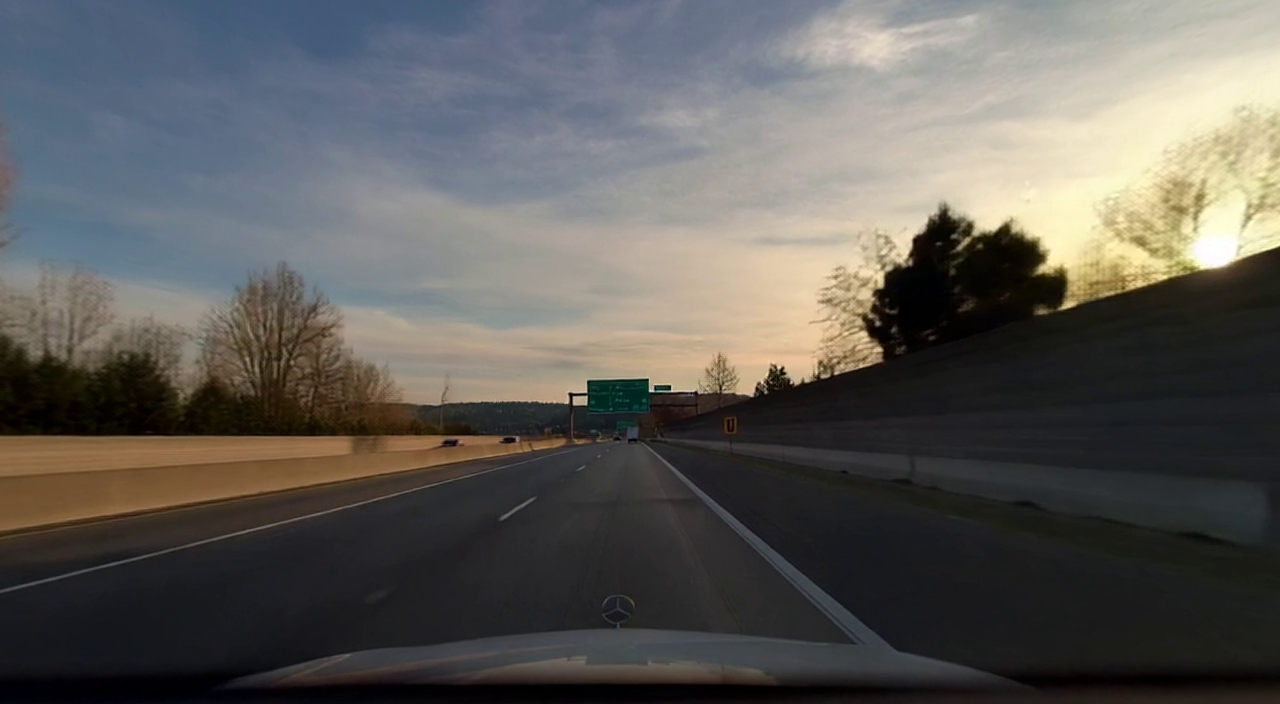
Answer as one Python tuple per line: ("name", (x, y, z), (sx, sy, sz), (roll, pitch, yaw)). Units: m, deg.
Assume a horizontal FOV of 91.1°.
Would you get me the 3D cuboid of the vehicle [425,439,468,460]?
("vehicle", (-14.899, 7.510, 48.612), (1.884, 1.540, 4.588), (0, -8, 0))
